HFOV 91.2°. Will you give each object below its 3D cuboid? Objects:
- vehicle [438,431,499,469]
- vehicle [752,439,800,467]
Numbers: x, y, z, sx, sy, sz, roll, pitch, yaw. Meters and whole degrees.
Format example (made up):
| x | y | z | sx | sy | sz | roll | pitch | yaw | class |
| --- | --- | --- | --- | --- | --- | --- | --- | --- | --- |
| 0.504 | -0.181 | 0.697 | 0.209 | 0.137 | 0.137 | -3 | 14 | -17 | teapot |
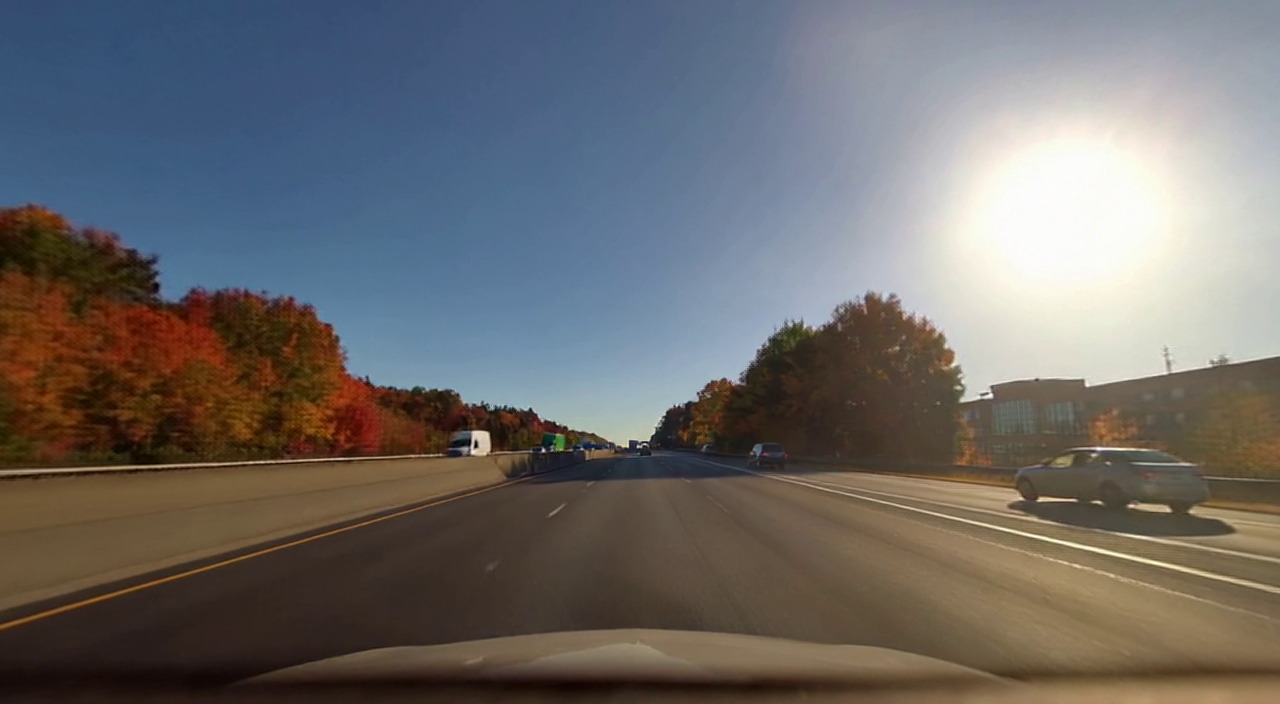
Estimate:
| x | y | z | sx | sy | sz | roll | pitch | yaw | class |
| --- | --- | --- | --- | --- | --- | --- | --- | --- | --- |
| -12.017 | 6.953 | 44.497 | 2.376 | 2.426 | 6.323 | -1 | -9 | 1 | vehicle |
| 9.109 | 6.828 | 42.484 | 2.034 | 1.770 | 4.637 | 0 | -9 | -2 | vehicle |
